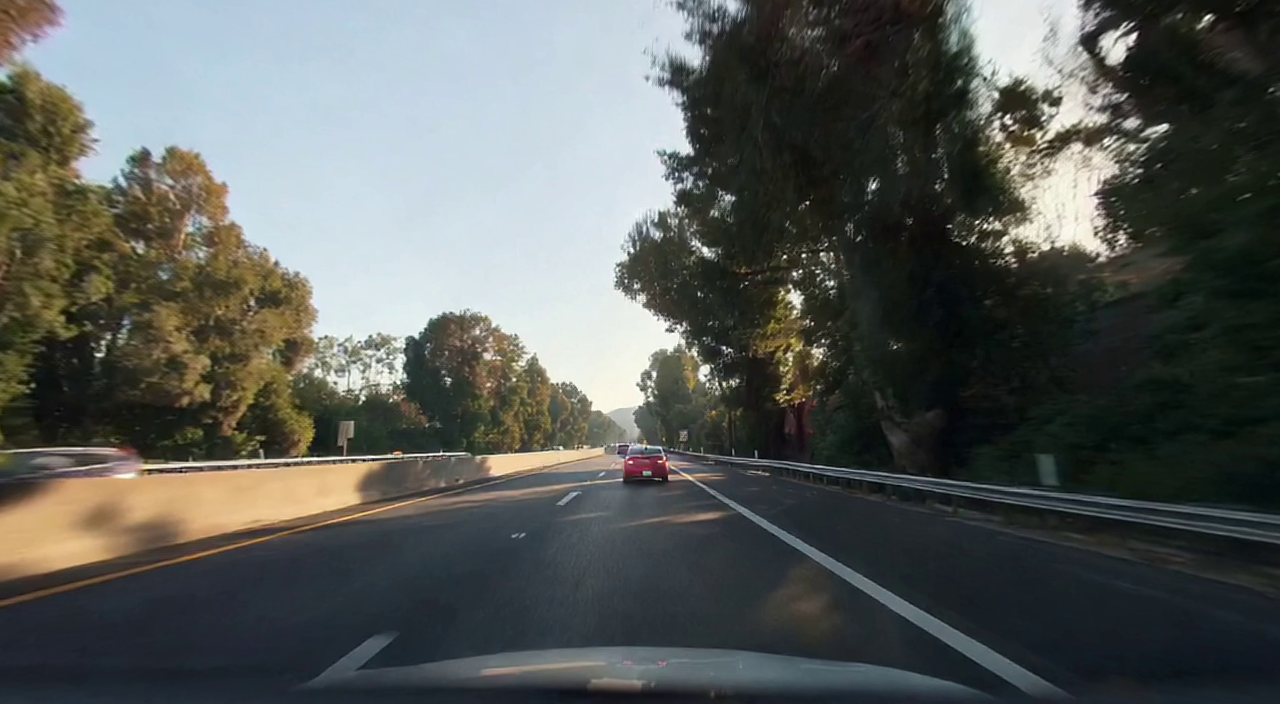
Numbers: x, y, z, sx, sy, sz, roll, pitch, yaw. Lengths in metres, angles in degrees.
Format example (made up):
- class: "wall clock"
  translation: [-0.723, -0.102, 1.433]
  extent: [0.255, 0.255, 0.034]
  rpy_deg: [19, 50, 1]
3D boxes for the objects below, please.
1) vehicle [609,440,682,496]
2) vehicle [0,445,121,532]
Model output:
- class: "vehicle"
  translation: [0.046, 3.549, 19.567]
  extent: [2.021, 1.533, 4.014]
  rpy_deg: [0, -9, -3]
- class: "vehicle"
  translation: [-12.906, 2.601, 12.011]
  extent: [1.986, 1.604, 4.568]
  rpy_deg: [0, -9, 0]
